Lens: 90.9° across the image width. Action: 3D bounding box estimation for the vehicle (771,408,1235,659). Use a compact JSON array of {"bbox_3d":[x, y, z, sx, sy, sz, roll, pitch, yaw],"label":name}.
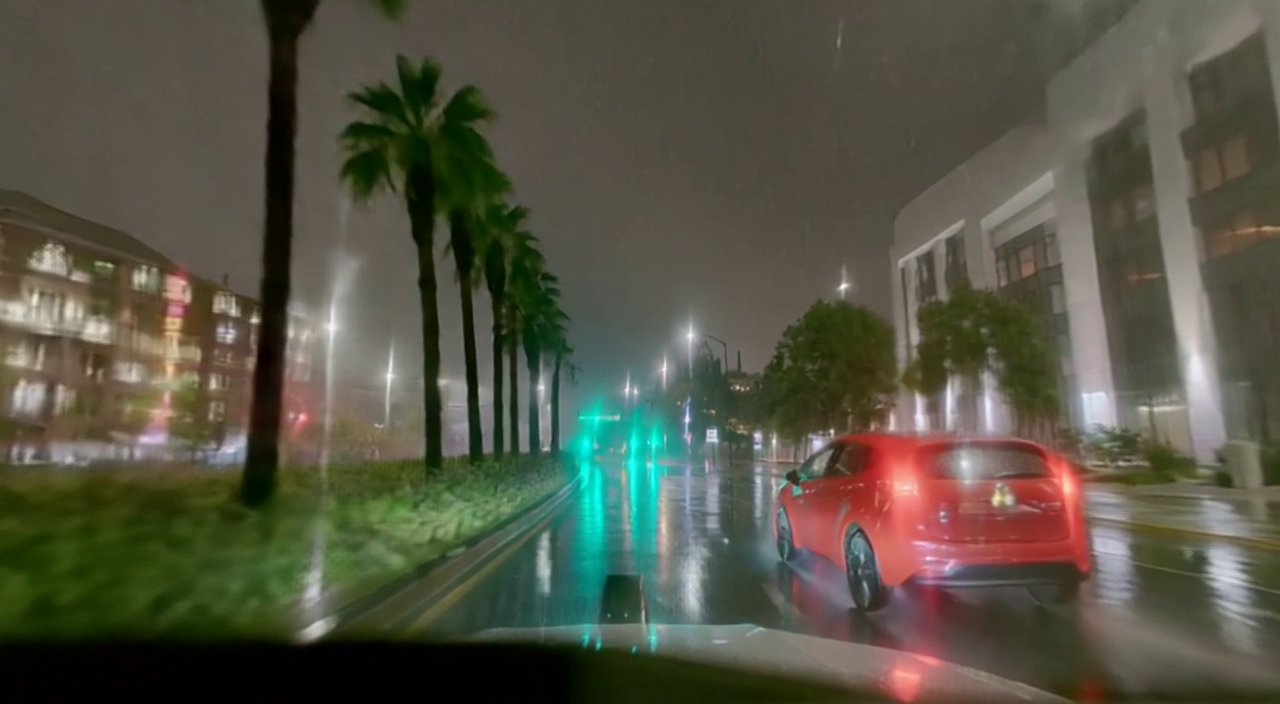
[{"bbox_3d":[2.758,1.475,6.201,1.867,1.554,4.301,0,-9,-2],"label":"vehicle"}]
